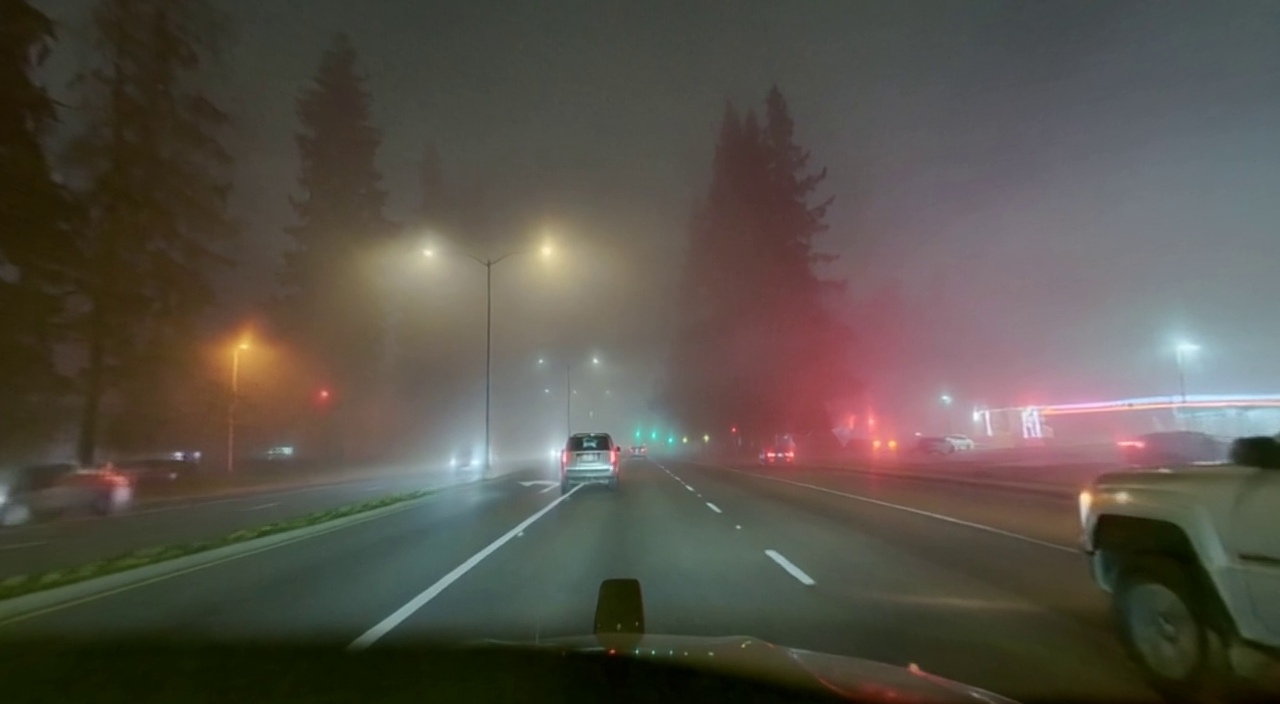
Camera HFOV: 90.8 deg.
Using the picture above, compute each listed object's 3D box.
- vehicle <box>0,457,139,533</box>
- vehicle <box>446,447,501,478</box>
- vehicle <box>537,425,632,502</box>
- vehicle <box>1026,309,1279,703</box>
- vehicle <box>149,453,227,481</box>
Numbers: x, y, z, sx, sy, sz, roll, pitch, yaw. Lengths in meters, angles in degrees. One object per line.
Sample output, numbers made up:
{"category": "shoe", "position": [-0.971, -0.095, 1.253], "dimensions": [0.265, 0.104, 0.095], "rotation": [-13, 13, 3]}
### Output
{"category": "vehicle", "position": [-15.489, 3.533, 16.016], "dimensions": [2.022, 1.615, 4.324], "rotation": [0, -8, 0]}
{"category": "vehicle", "position": [-9.114, 6.069, 34.964], "dimensions": [2.001, 1.579, 3.930], "rotation": [0, -8, 0]}
{"category": "vehicle", "position": [-1.498, 3.093, 17.983], "dimensions": [2.300, 1.870, 4.936], "rotation": [0, -8, -3]}
{"category": "vehicle", "position": [3.525, 0.597, 1.488], "dimensions": [2.238, 1.767, 4.563], "rotation": [0, -8, -1]}
{"category": "vehicle", "position": [-28.539, 7.252, 39.973], "dimensions": [3.590, 1.477, 1.837], "rotation": [-3, -8, 0]}
